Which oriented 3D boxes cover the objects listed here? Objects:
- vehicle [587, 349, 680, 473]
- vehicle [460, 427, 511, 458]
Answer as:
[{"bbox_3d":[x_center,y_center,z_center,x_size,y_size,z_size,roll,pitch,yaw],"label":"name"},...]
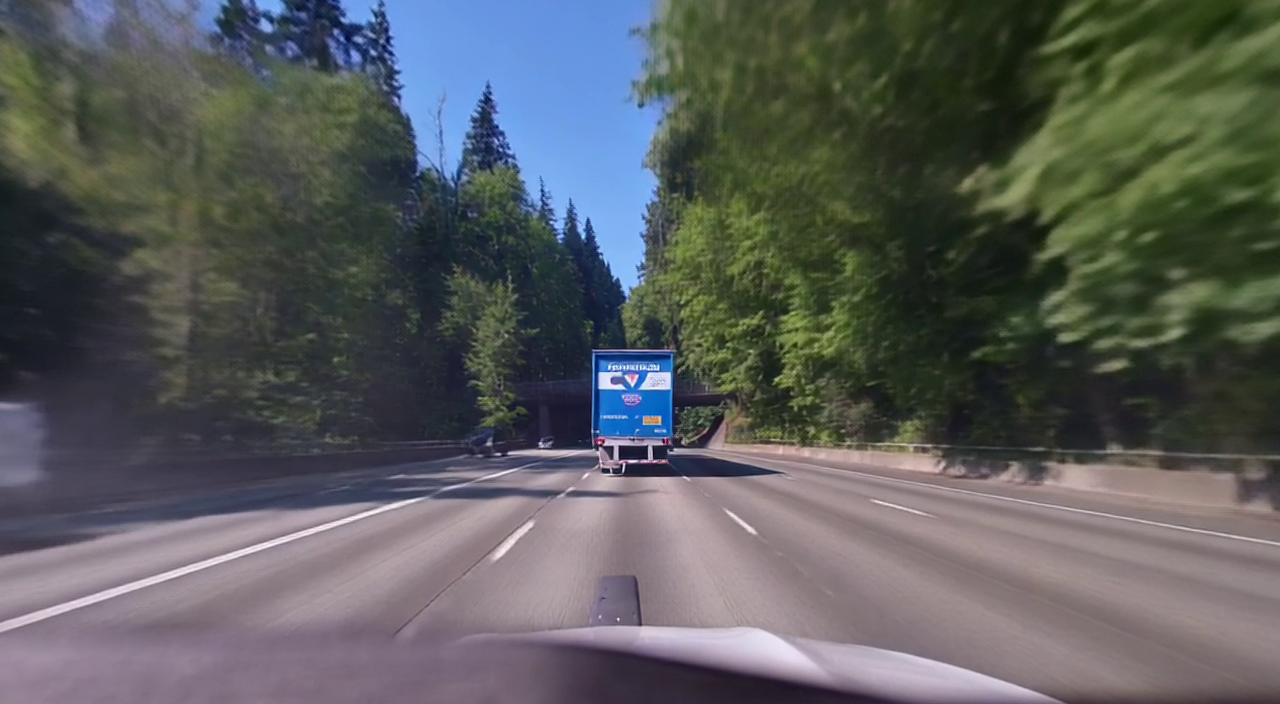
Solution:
[{"bbox_3d":[-0.443,2.485,24.793,2.895,3.861,10.213,0,-8,-3],"label":"vehicle"},{"bbox_3d":[-9.147,5.385,37.588,2.043,1.672,4.101,0,-8,-1],"label":"vehicle"}]
